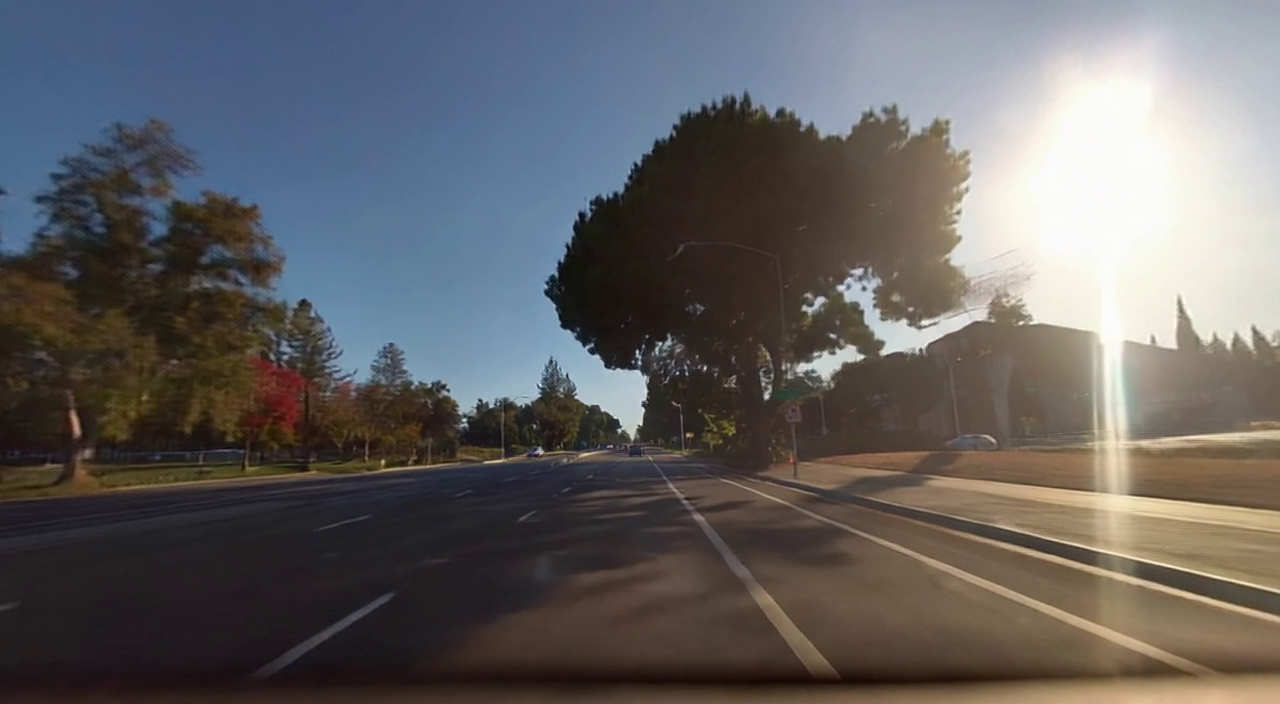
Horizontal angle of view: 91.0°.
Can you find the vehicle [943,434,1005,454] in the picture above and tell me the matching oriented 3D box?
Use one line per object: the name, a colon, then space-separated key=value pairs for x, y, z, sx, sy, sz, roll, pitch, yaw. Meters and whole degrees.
vehicle: x=24.764 y=6.871 z=46.895 sx=1.907 sy=1.444 sz=5.150 roll=0 pitch=-9 yaw=1
